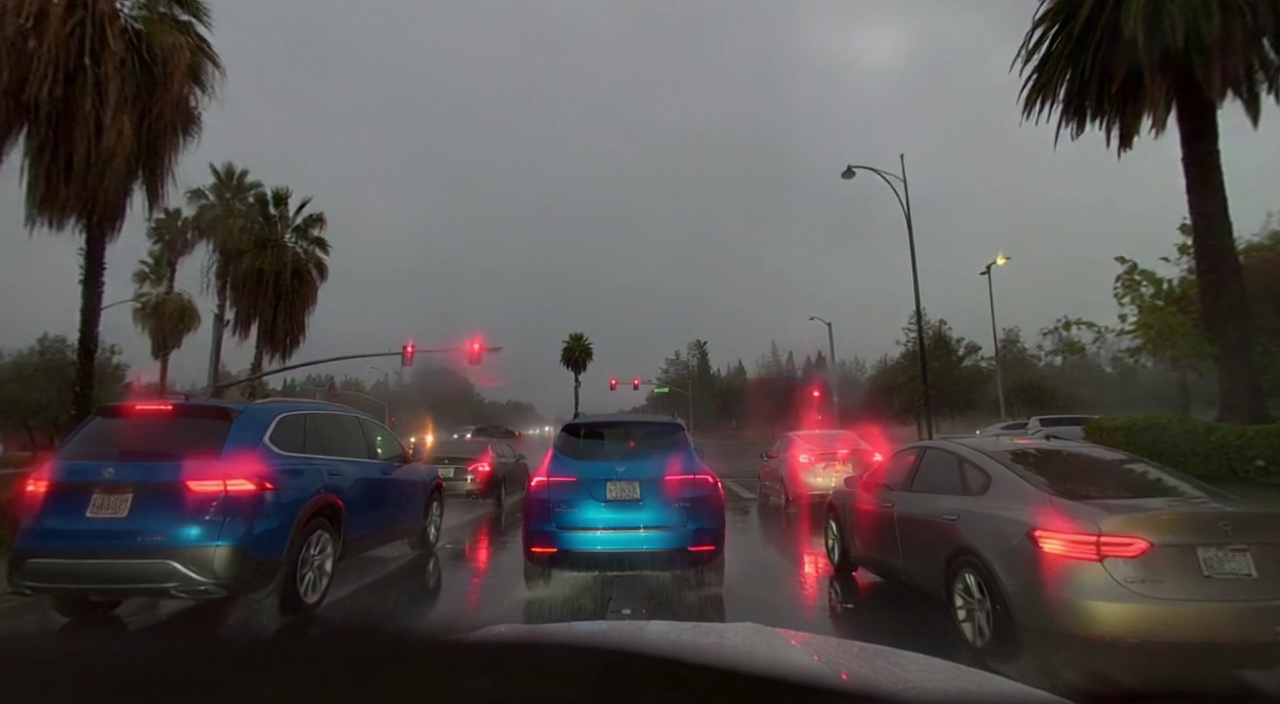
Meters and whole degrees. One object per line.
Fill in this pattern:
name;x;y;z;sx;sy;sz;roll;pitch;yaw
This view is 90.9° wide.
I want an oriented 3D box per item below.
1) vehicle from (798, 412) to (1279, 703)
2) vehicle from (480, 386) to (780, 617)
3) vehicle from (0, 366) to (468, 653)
vehicle;2.960;1.369;5.260;2.017;1.491;4.611;0;-8;-1
vehicle;-0.136;1.457;7.070;2.280;1.747;4.361;0;-8;-2
vehicle;-3.347;1.282;6.129;2.014;1.755;4.360;0;-8;1
